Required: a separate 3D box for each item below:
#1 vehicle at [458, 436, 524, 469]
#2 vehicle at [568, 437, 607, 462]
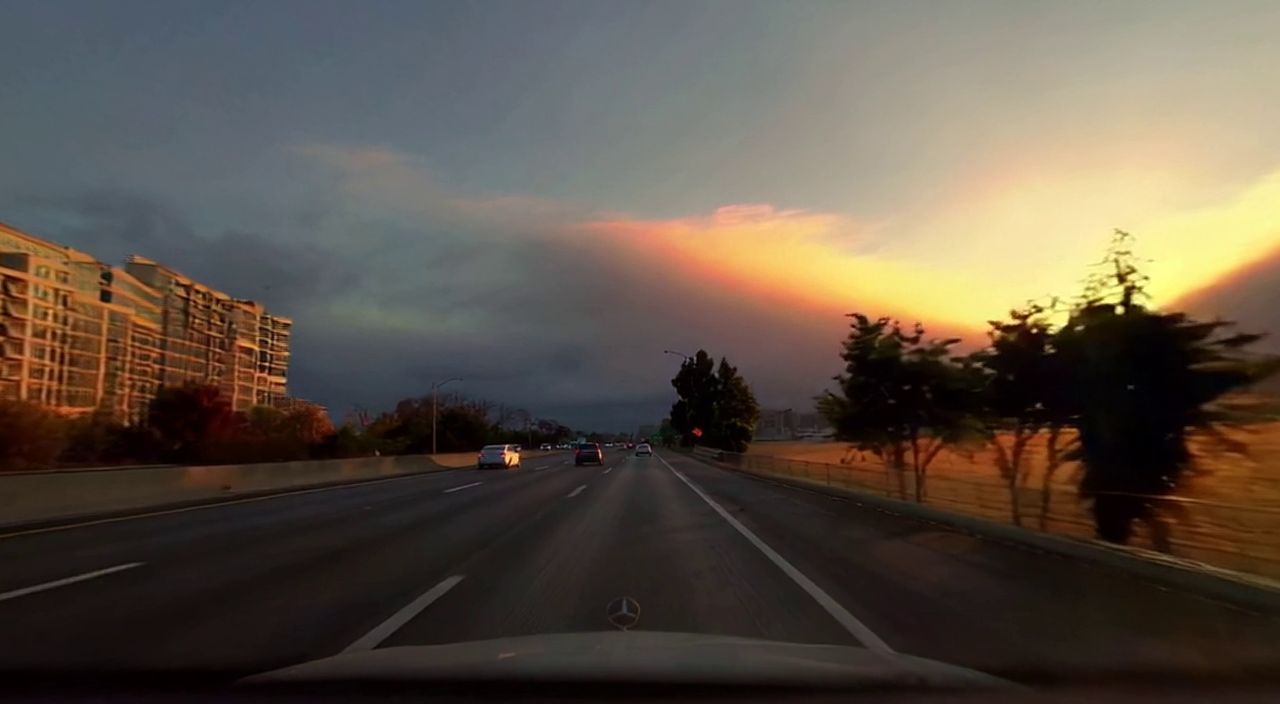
[{"bbox_3d":[-7.304,4.986,31.438,2.034,1.523,4.627,0,-8,2],"label":"vehicle"},{"bbox_3d":[-3.429,6.508,42.076,2.083,1.588,4.801,0,-8,1],"label":"vehicle"}]
